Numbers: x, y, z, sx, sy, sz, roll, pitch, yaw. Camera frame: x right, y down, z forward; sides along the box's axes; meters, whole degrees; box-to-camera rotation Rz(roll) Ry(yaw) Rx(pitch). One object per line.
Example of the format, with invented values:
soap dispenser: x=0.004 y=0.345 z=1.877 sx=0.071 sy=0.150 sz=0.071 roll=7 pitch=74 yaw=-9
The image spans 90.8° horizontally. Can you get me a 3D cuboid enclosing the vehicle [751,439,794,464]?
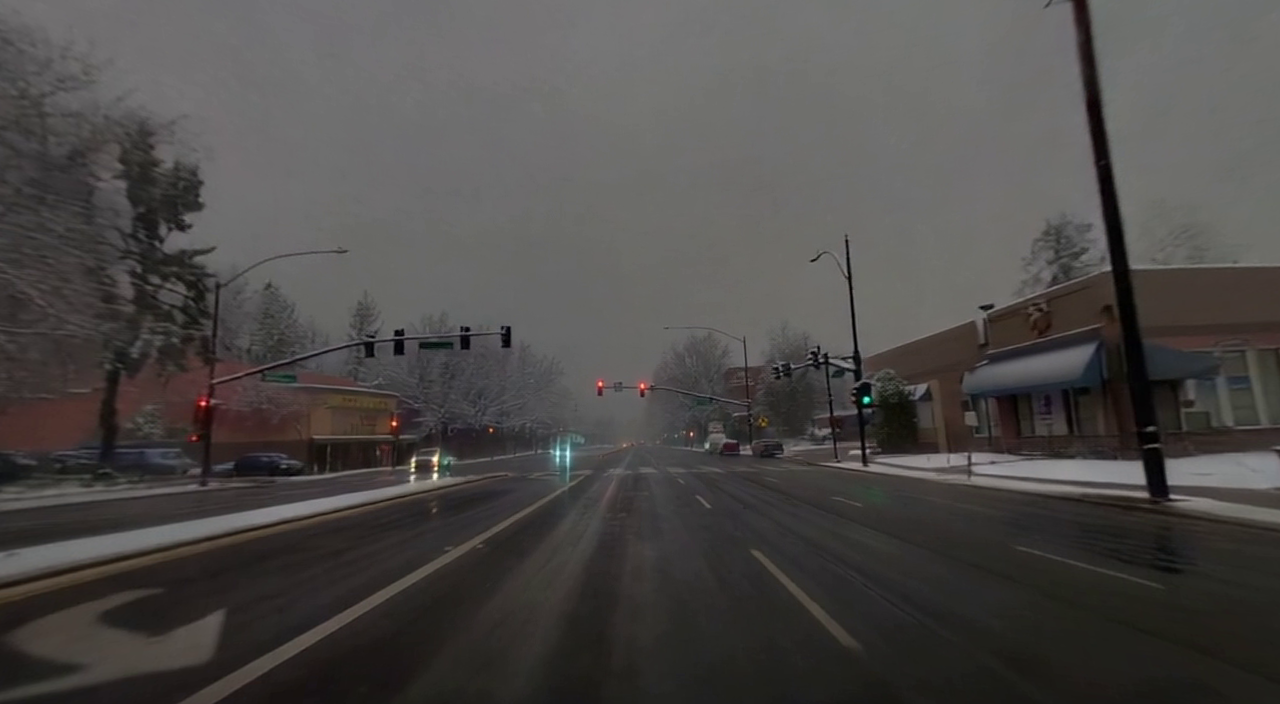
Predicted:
vehicle: x=9.731 y=7.312 z=46.661 sx=1.970 sy=1.755 sz=4.661 roll=0 pitch=-9 yaw=-2

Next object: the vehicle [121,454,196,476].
vehicle: x=-34.764 y=8.159 z=45.664 sx=4.062 sy=1.531 sz=1.766 roll=-1 pitch=-9 yaw=4

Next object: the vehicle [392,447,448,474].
vehicle: x=-13.354 y=6.603 z=38.606 sx=1.872 sy=1.507 sz=4.267 roll=0 pitch=-9 yaw=0

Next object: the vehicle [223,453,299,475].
vehicle: x=-26.976 y=7.956 z=45.046 sx=4.240 sy=1.463 sz=1.908 roll=-1 pitch=-9 yaw=4
